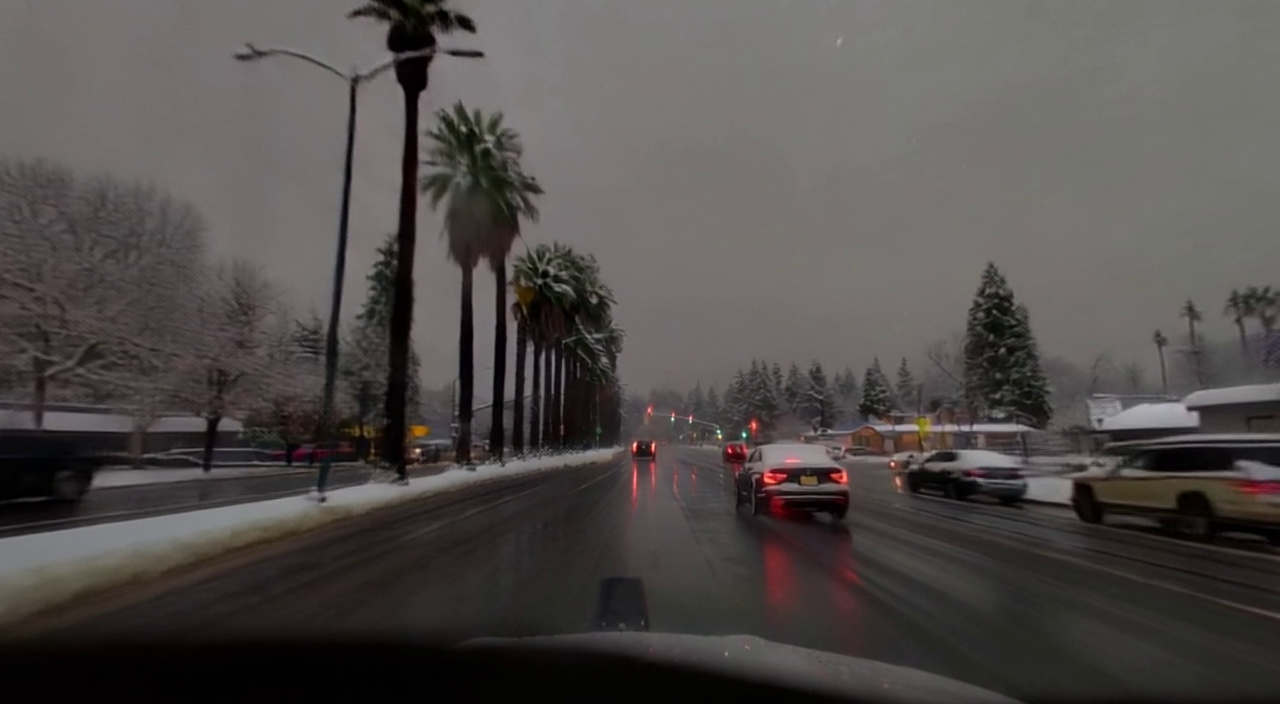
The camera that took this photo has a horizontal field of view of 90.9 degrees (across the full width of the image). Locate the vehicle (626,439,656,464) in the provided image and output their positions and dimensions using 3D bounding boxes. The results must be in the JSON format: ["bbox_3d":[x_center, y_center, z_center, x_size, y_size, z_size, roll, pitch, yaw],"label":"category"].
[{"bbox_3d":[0.140,7.232,46.045,2.087,1.709,4.076,0,-8,1],"label":"vehicle"}]

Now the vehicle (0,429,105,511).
[{"bbox_3d":[-15.523,2.693,14.458,2.180,1.830,4.924,0,-8,-1],"label":"vehicle"}]

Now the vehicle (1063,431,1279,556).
[{"bbox_3d":[10.083,2.339,11.133,1.982,1.766,4.555,0,-8,-1],"label":"vehicle"}]

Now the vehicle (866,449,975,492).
[{"bbox_3d":[10.341,4.376,23.719,1.891,1.428,4.680,0,-8,-1],"label":"vehicle"}]

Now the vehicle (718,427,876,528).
[{"bbox_3d":[2.868,2.389,12.594,2.009,1.639,4.267,0,-8,-1],"label":"vehicle"}]

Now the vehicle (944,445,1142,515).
[{"bbox_3d":[10.263,3.237,16.669,1.994,1.542,4.974,0,-8,0],"label":"vehicle"}]
